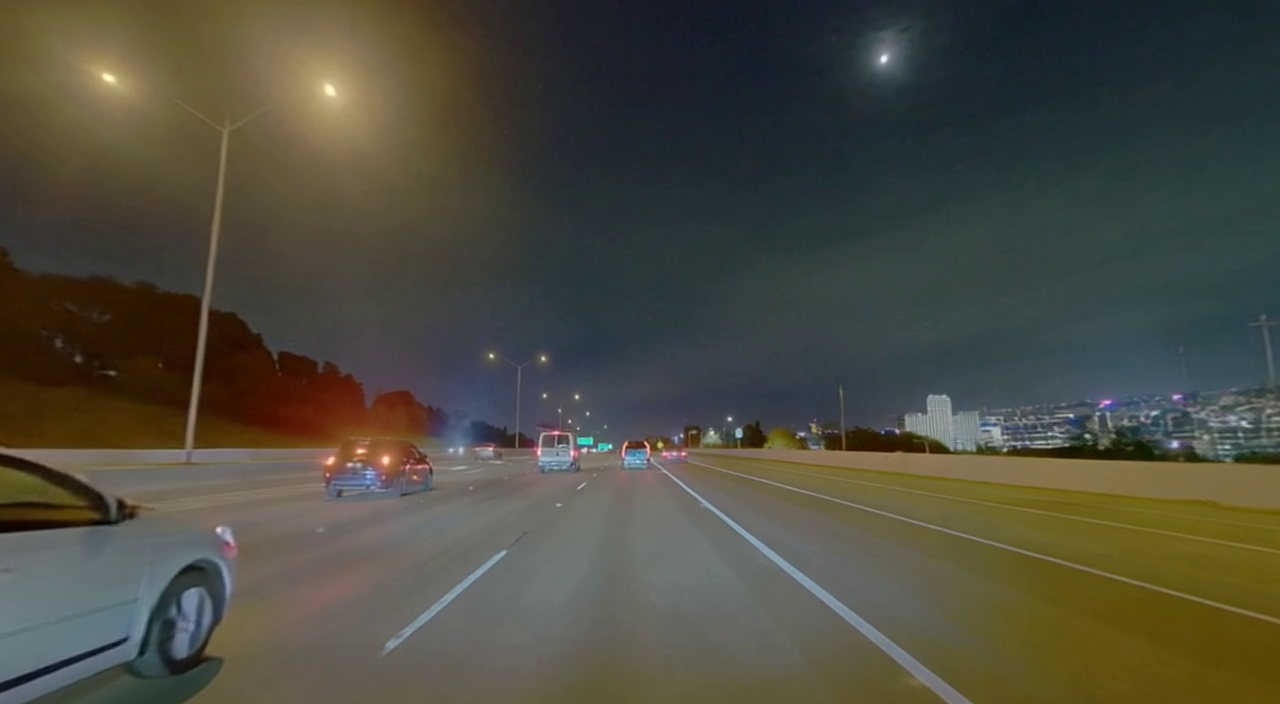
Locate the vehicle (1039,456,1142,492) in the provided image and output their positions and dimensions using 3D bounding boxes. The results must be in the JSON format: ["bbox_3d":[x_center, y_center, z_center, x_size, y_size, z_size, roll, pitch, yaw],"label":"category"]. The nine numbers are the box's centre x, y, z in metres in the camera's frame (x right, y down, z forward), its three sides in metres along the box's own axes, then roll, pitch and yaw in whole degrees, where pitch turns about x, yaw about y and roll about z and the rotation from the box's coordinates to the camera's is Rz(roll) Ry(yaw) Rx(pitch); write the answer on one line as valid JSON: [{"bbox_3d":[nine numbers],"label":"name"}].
[{"bbox_3d":[21.061,5.686,29.629,1.789,1.531,3.983,0,-9,-2],"label":"vehicle"}]

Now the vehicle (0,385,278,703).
[{"bbox_3d":[-3.287,0.808,1.797,1.963,1.507,4.172,0,-9,1],"label":"vehicle"}]

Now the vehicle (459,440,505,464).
[{"bbox_3d":[-10.912,6.957,43.835,2.014,1.549,4.957,0,-9,-1],"label":"vehicle"}]

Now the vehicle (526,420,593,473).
[{"bbox_3d":[-3.749,4.592,30.620,2.504,2.276,5.933,0,-9,0],"label":"vehicle"}]

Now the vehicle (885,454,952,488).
[{"bbox_3d":[14.142,6.037,32.168,1.810,1.391,3.473,4,-8,0],"label":"vehicle"}]

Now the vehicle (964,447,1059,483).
[{"bbox_3d":[20.985,6.378,35.909,2.083,1.873,5.209,0,-9,-1],"label":"vehicle"}]

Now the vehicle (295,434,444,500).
[{"bbox_3d":[-6.933,2.988,16.794,1.959,1.493,4.575,0,-9,0],"label":"vehicle"}]

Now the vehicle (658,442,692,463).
[{"bbox_3d":[2.557,7.512,47.072,2.127,1.513,4.501,0,-9,-2],"label":"vehicle"}]

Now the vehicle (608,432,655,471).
[{"bbox_3d":[-0.429,5.015,31.694,2.207,1.807,4.199,0,-9,0],"label":"vehicle"}]
